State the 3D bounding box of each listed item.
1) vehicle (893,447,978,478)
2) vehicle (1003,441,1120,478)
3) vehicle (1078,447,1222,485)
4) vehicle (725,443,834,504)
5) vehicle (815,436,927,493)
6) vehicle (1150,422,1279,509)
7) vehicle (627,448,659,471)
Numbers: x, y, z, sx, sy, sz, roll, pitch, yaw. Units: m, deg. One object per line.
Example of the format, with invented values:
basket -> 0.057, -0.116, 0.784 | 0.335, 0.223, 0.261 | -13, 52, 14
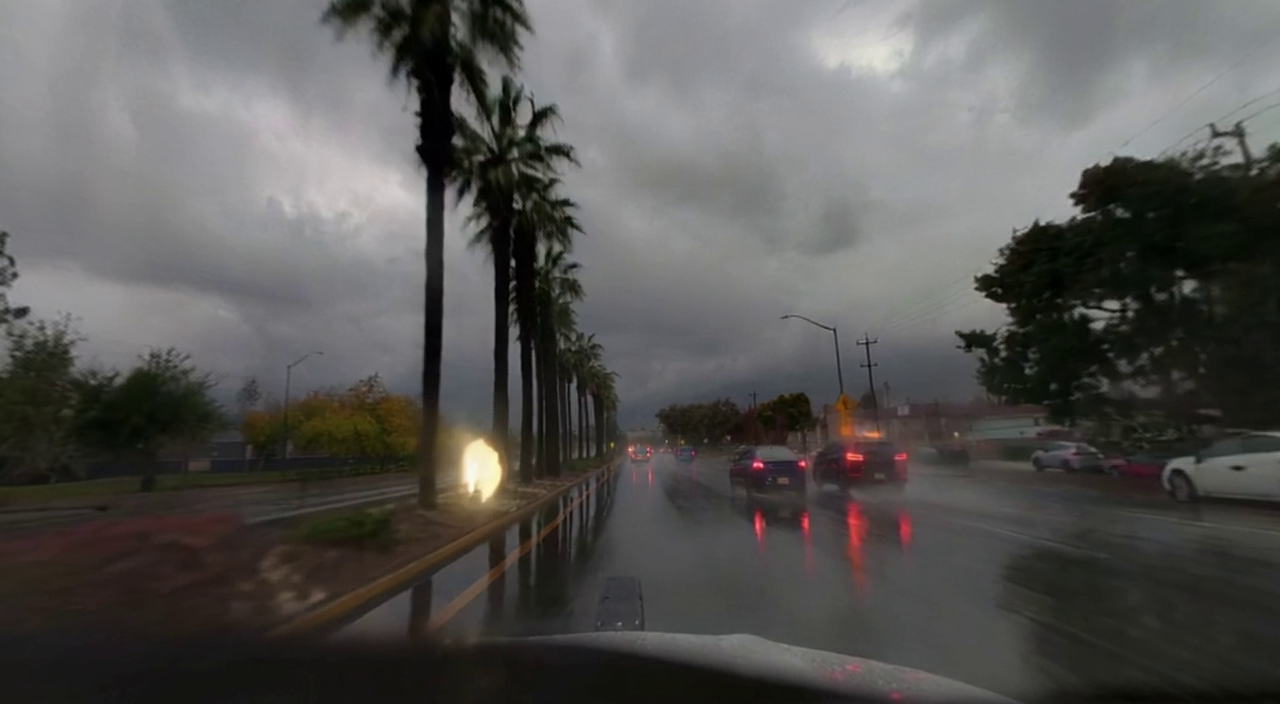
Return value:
vehicle -> 15.166, 5.685, 32.753 | 2.001, 1.463, 4.781 | 0, -9, -2
vehicle -> 21.615, 5.491, 32.760 | 2.109, 1.697, 5.547 | 0, -8, -2
vehicle -> 21.517, 4.810, 27.000 | 1.881, 1.457, 5.022 | 0, -9, -1
vehicle -> 3.699, 3.285, 17.610 | 1.875, 1.452, 4.453 | 0, -9, -2
vehicle -> 7.305, 3.601, 20.533 | 1.916, 1.646, 4.258 | 0, -9, -1
vehicle -> 15.169, 2.617, 14.678 | 2.267, 1.881, 5.087 | 0, -9, -1
vehicle -> 0.175, 7.198, 42.492 | 2.031, 1.444, 4.361 | 0, -9, -1
